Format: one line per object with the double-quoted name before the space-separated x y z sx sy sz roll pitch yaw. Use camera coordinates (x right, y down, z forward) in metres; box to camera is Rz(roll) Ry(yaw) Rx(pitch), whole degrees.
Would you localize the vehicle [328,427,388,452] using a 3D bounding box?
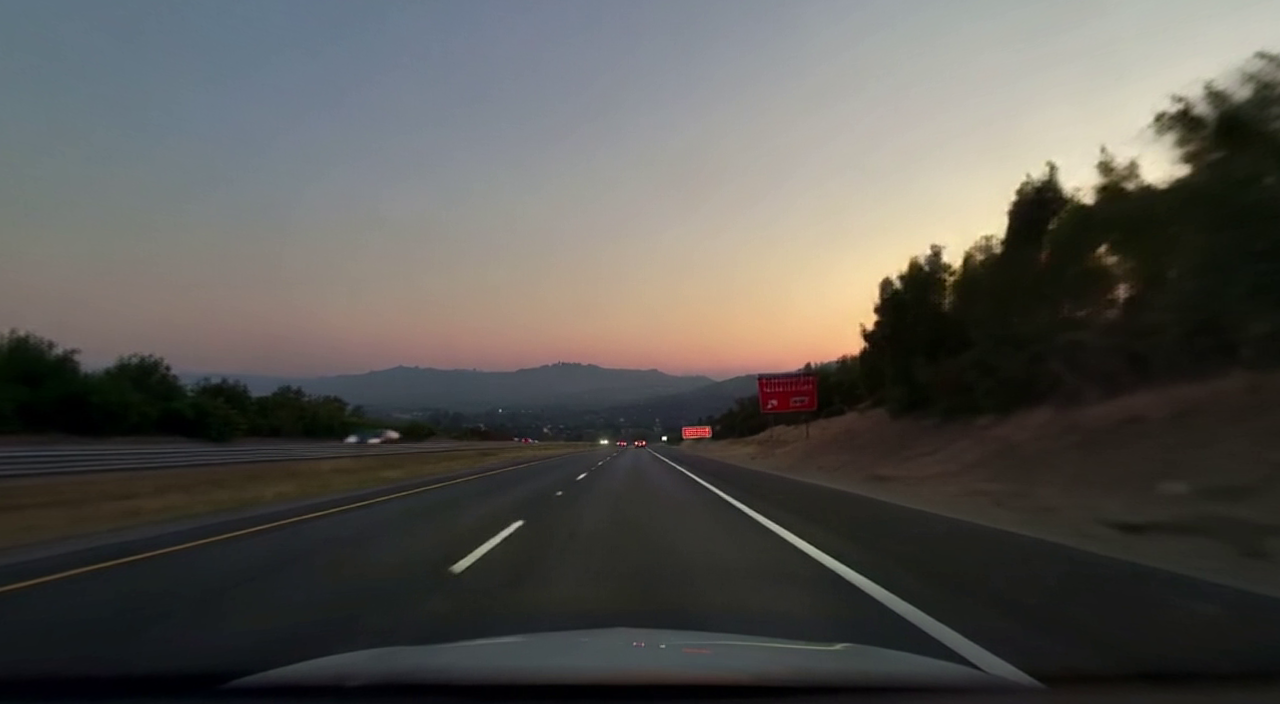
"vehicle" -17.316 5.418 38.828 1.821 1.413 4.027 -1 -8 1
